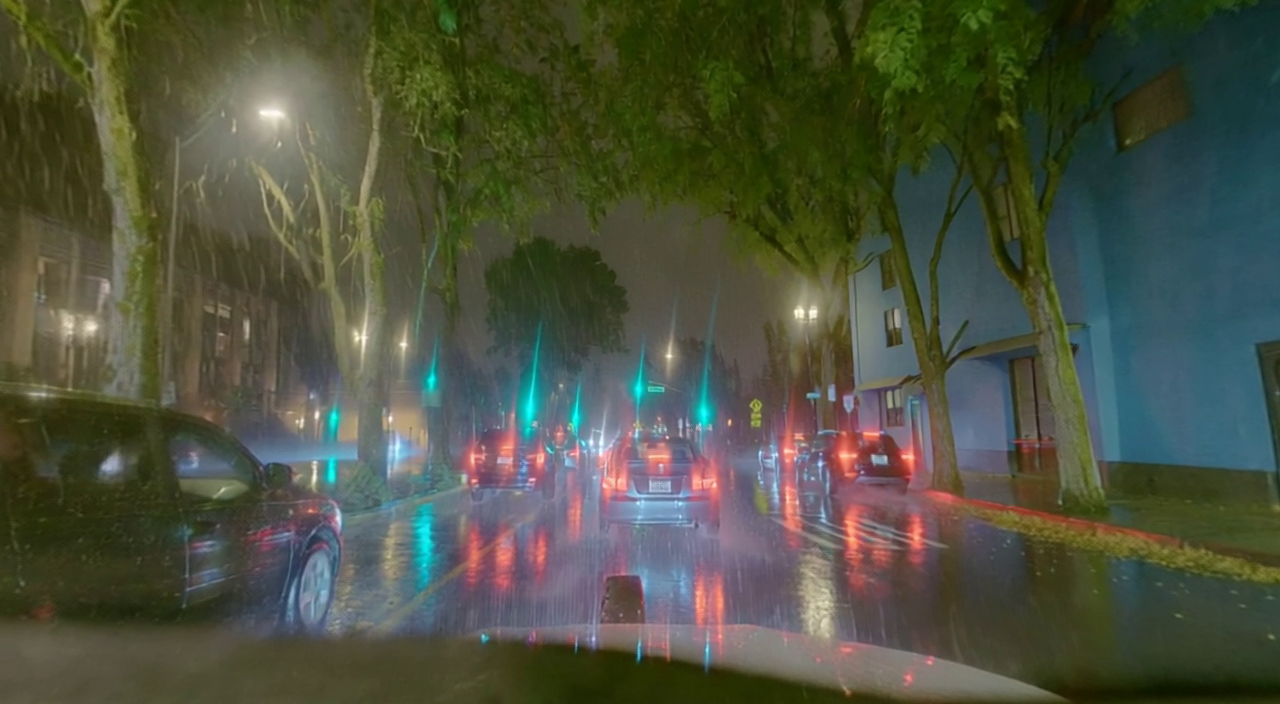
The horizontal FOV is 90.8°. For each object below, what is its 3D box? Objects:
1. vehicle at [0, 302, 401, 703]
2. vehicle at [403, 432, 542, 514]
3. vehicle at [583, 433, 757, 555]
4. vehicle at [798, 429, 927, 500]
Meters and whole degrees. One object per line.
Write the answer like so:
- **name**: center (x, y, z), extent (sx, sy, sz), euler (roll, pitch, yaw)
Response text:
- **vehicle**: center (-3.269, 0.931, 3.394), extent (2.152, 1.802, 4.628), euler (0, -9, 0)
- **vehicle**: center (-3.508, 2.623, 14.233), extent (1.901, 1.522, 4.556), euler (0, -9, 0)
- **vehicle**: center (0.271, 1.994, 9.572), extent (2.095, 1.438, 3.843), euler (0, -9, -3)
- **vehicle**: center (6.341, 3.248, 18.688), extent (2.025, 1.808, 4.579), euler (0, -9, -2)
